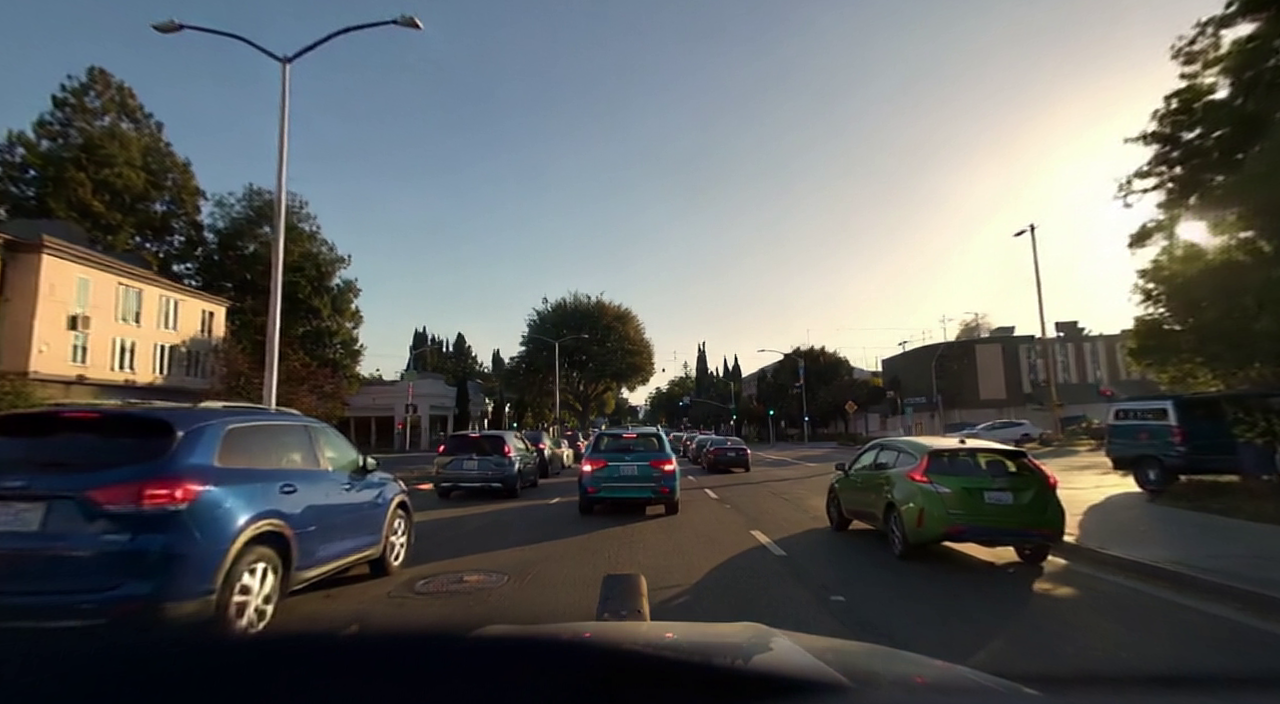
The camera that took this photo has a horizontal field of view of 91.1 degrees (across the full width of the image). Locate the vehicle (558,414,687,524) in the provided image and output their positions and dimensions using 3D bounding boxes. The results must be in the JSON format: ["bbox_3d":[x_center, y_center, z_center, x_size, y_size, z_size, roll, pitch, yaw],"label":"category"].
[{"bbox_3d":[-0.238,2.142,11.964,2.022,1.700,4.084,0,-8,1],"label":"vehicle"}]

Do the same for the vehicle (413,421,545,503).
[{"bbox_3d":[-3.714,2.634,15.403,2.012,1.701,4.316,0,-8,1],"label":"vehicle"}]

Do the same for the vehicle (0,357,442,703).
[{"bbox_3d":[-3.427,1.186,5.221,2.047,1.710,4.314,0,-8,1],"label":"vehicle"}]

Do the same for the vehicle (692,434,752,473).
[{"bbox_3d":[3.367,4.258,26.481,1.948,1.475,4.093,0,-8,0],"label":"vehicle"}]

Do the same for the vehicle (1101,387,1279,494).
[{"bbox_3d":[12.523,1.762,12.524,4.991,1.978,2.090,-8,-11,43],"label":"vehicle"}]

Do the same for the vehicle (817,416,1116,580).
[{"bbox_3d":[3.701,1.690,8.052,1.847,1.554,3.885,0,-8,2],"label":"vehicle"}]
